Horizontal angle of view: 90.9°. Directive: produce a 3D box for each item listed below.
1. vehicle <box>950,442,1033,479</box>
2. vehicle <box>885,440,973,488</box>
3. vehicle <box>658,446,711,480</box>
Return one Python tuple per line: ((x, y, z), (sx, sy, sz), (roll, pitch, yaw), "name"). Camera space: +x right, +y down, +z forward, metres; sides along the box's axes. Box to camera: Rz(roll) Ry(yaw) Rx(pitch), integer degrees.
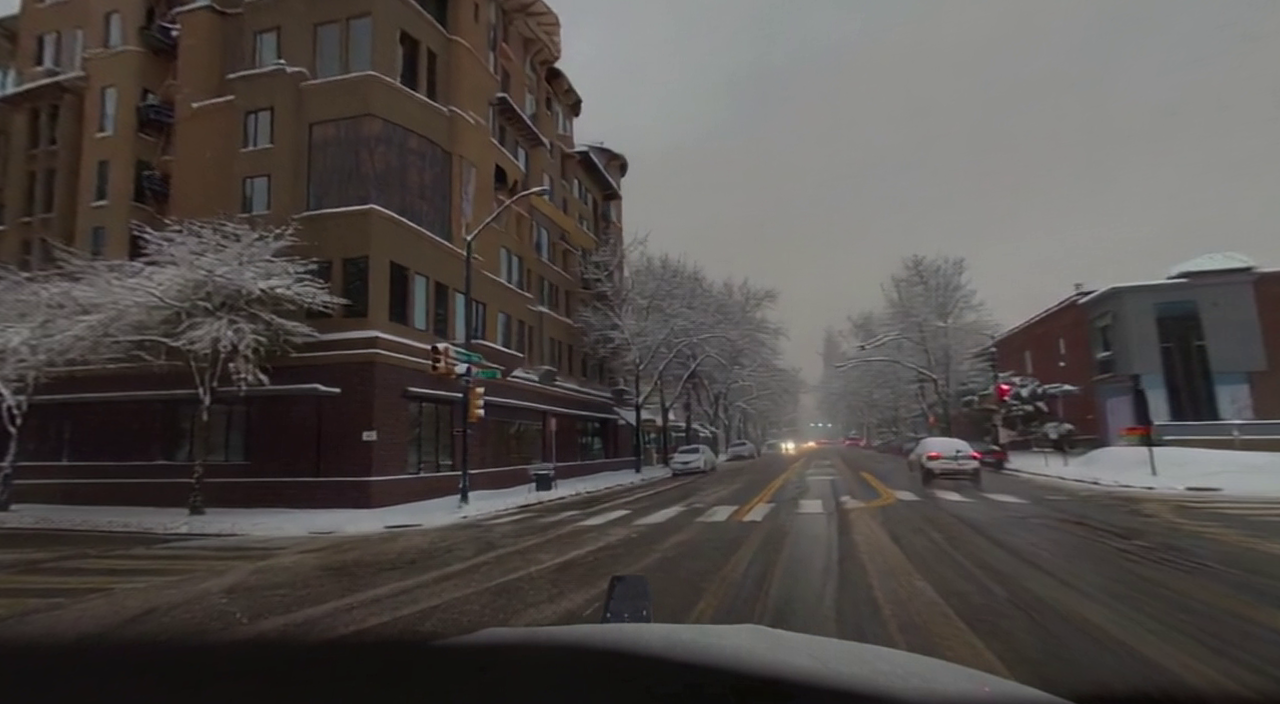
((15.815, 4.871, 28.611), (1.997, 1.510, 4.455), (-2, -9, 12), "vehicle")
((9.916, 3.829, 21.952), (2.014, 1.474, 4.090), (-2, -9, 14), "vehicle")
((2.436, 5.802, 33.380), (2.127, 1.533, 4.547), (0, -7, 13), "vehicle")
